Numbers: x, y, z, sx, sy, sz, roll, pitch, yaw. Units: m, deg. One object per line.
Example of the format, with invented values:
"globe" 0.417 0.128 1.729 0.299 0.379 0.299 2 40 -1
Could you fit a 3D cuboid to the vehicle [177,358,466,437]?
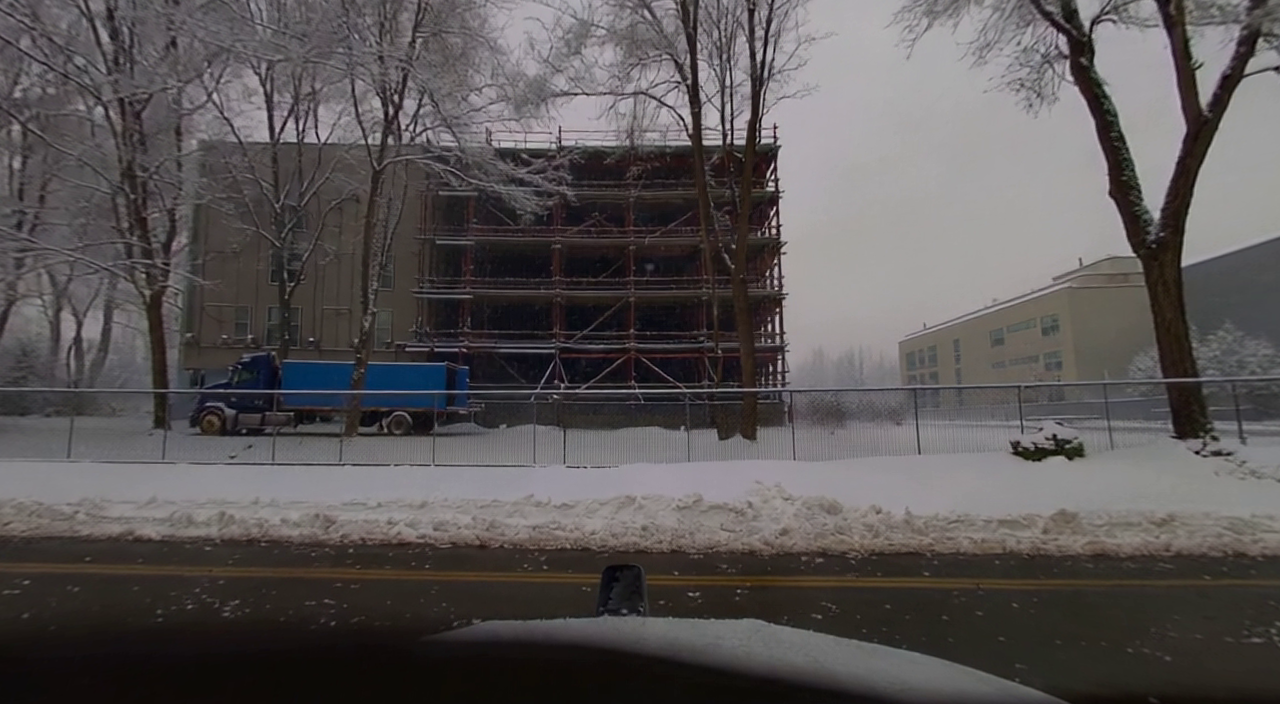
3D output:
"vehicle" -17.220 2.674 35.213 14.067 4.099 2.832 1 -9 -7
